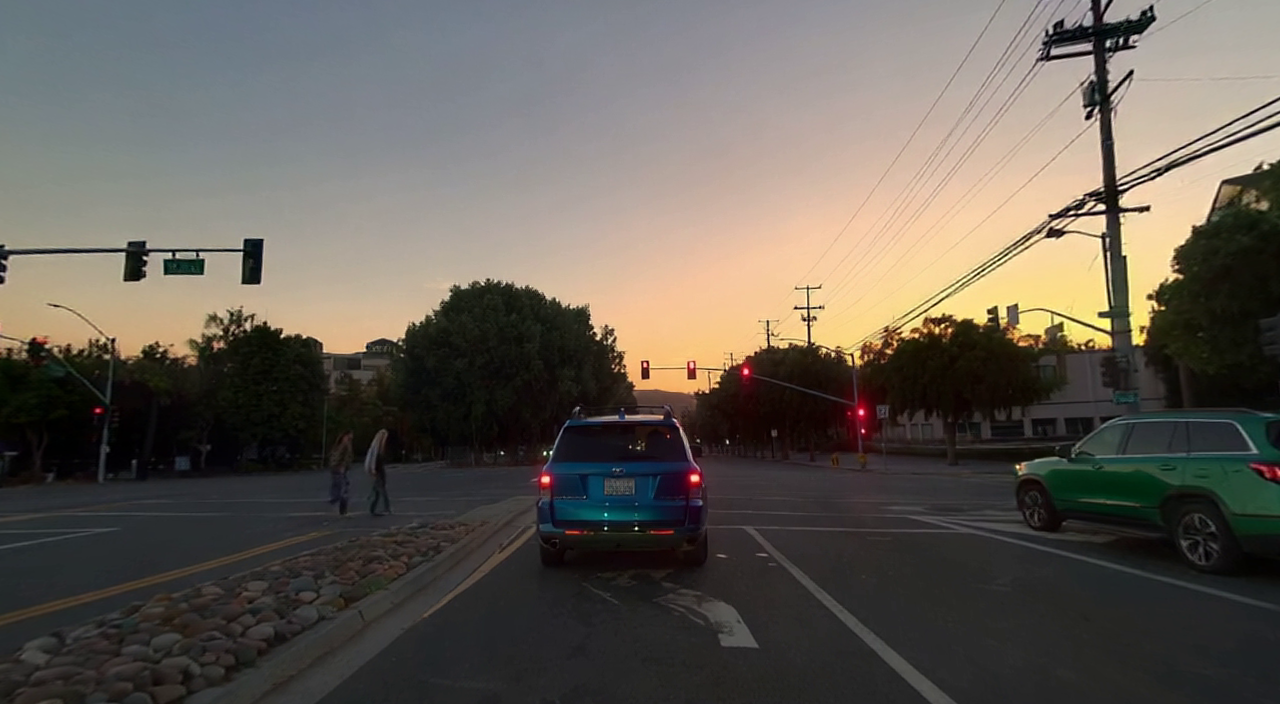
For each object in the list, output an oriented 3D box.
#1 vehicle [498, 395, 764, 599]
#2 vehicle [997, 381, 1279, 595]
[{"bbox_3d":[-0.109,1.564,7.640,2.285,1.729,4.252,0,-9,-1],"label":"vehicle"},{"bbox_3d":[6.578,1.438,7.240,2.119,1.827,4.806,0,-9,0],"label":"vehicle"}]
